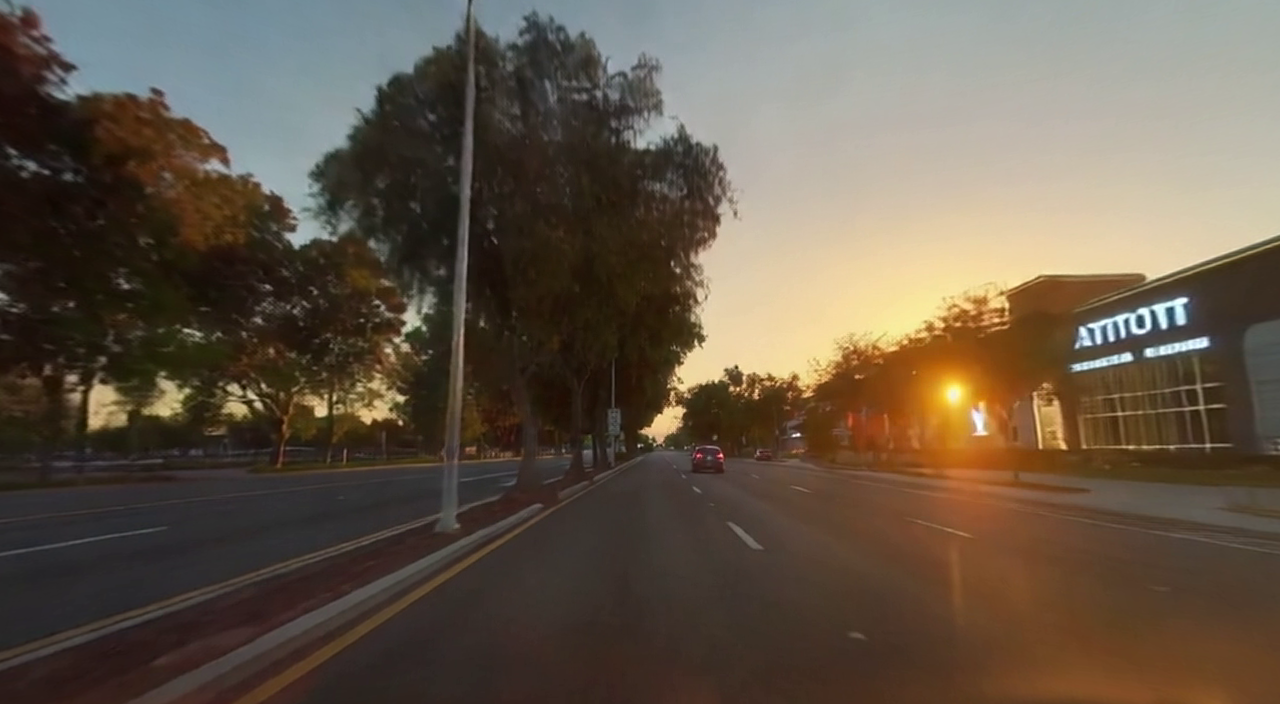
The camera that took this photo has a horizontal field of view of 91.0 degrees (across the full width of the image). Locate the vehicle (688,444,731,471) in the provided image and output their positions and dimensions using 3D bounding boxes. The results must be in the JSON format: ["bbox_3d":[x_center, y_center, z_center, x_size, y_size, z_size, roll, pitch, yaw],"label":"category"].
[{"bbox_3d":[4.091,6.282,37.587,2.015,1.479,4.444,0,-9,0],"label":"vehicle"}]
